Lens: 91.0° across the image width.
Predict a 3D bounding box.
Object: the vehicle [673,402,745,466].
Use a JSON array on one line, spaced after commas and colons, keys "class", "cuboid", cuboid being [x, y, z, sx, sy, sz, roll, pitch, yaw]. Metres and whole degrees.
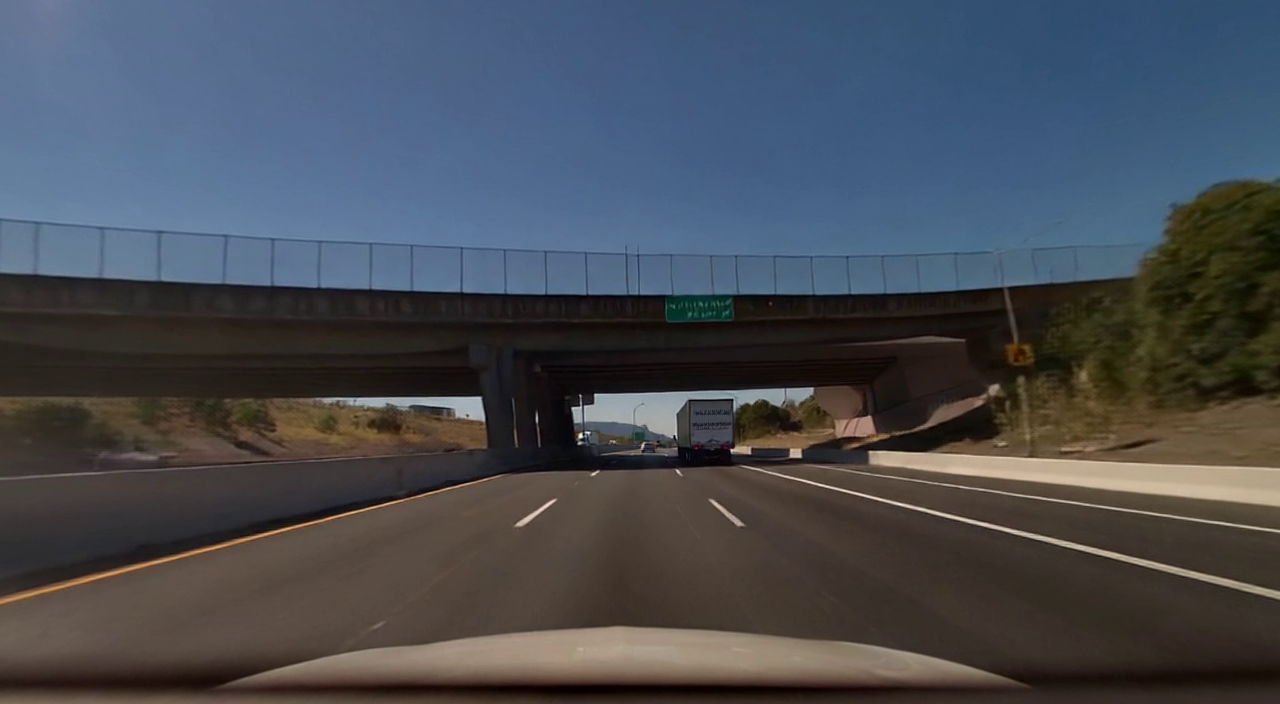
[{"class": "vehicle", "cuboid": [4.187, 5.430, 41.206, 3.306, 3.531, 11.717, 0, -8, 0]}]
